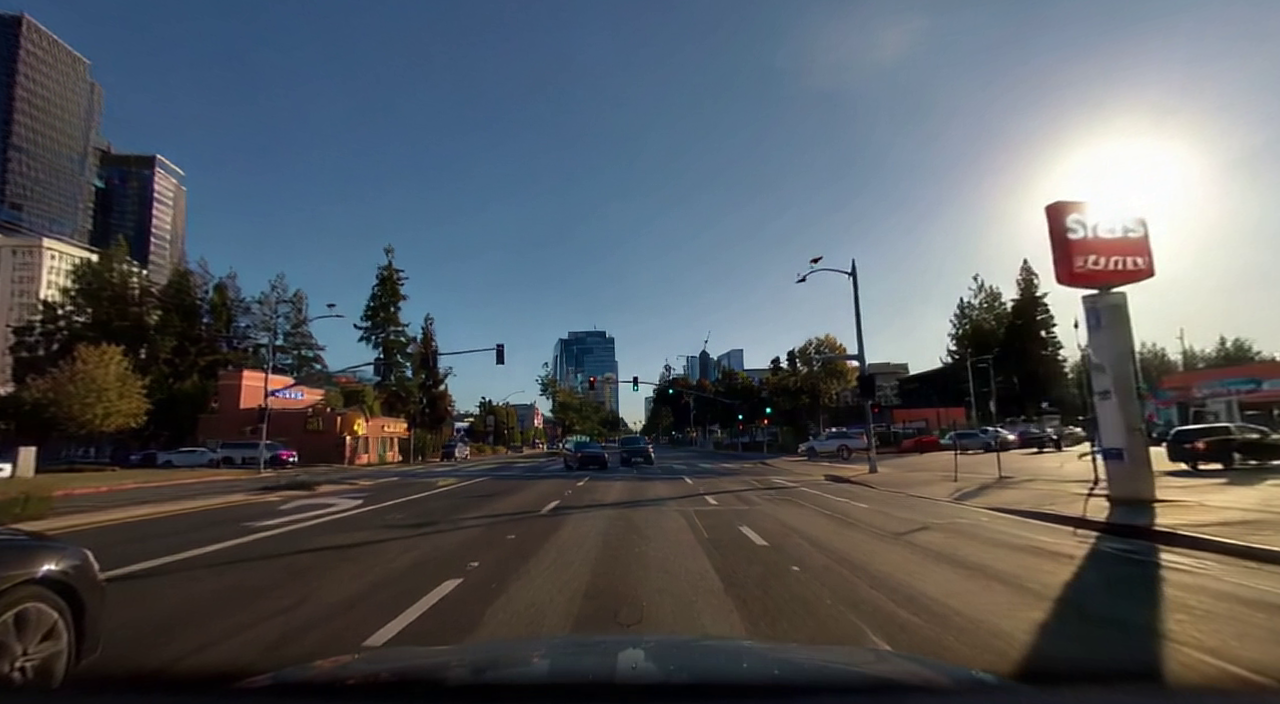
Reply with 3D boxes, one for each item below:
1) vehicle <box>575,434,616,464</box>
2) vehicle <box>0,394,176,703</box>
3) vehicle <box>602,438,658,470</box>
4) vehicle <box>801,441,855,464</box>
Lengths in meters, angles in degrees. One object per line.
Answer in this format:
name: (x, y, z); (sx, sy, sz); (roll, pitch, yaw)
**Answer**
vehicle: (-2.806, 6.226, 40.690); (2.160, 1.803, 4.419); (-1, -8, 2)
vehicle: (-3.457, 0.707, 1.022); (2.018, 1.470, 4.346); (0, -8, 1)
vehicle: (-0.403, 5.058, 31.359); (2.082, 1.460, 4.442); (-2, -8, 9)
vehicle: (12.686, 6.695, 42.315); (1.810, 1.463, 4.245); (-8, -11, 41)
